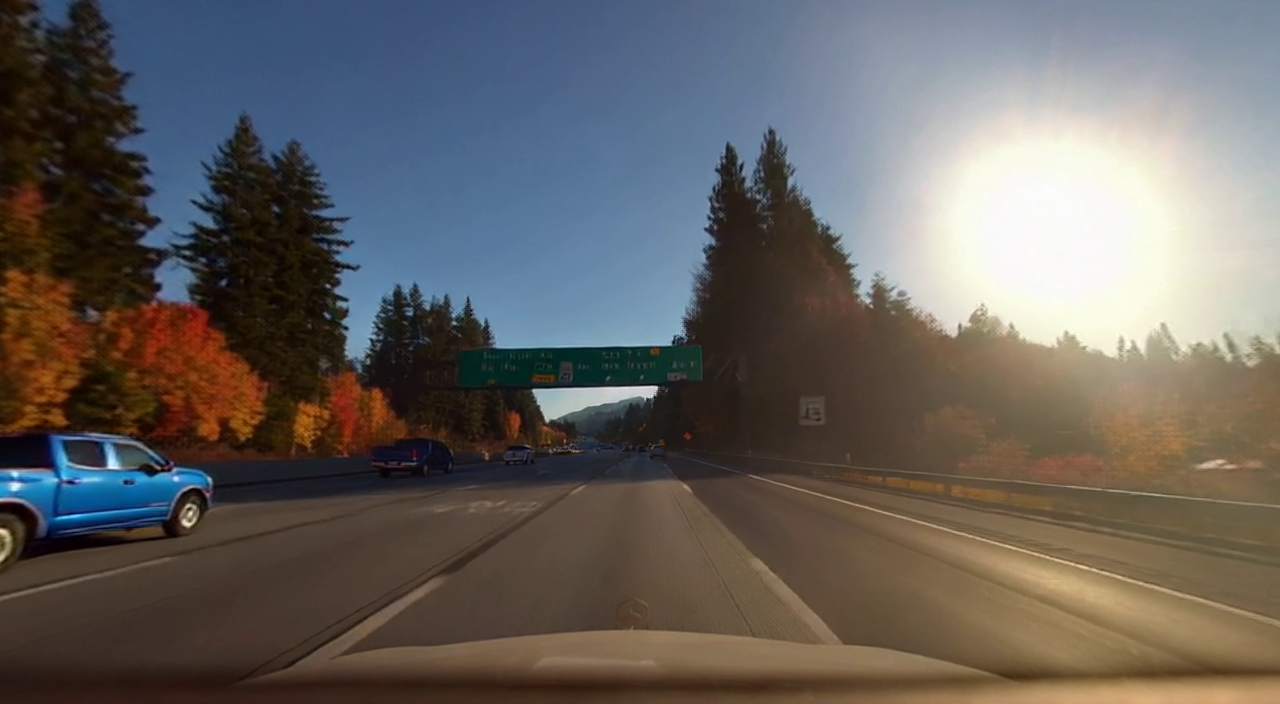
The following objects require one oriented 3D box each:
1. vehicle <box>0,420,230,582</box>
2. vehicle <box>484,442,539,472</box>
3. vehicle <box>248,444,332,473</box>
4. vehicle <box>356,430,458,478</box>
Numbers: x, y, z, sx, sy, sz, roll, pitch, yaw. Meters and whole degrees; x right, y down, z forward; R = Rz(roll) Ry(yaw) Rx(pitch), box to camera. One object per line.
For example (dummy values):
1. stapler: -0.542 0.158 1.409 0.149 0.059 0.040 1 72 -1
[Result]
1. vehicle: -7.218 1.597 7.113 1.965 1.567 4.686 0 -8 1
2. vehicle: -6.724 5.526 33.424 1.919 1.499 4.234 0 -8 1
3. vehicle: -20.744 6.320 37.679 2.019 1.623 4.950 0 -8 2
4. vehicle: -10.532 4.657 29.162 2.347 1.984 5.778 0 -8 2
